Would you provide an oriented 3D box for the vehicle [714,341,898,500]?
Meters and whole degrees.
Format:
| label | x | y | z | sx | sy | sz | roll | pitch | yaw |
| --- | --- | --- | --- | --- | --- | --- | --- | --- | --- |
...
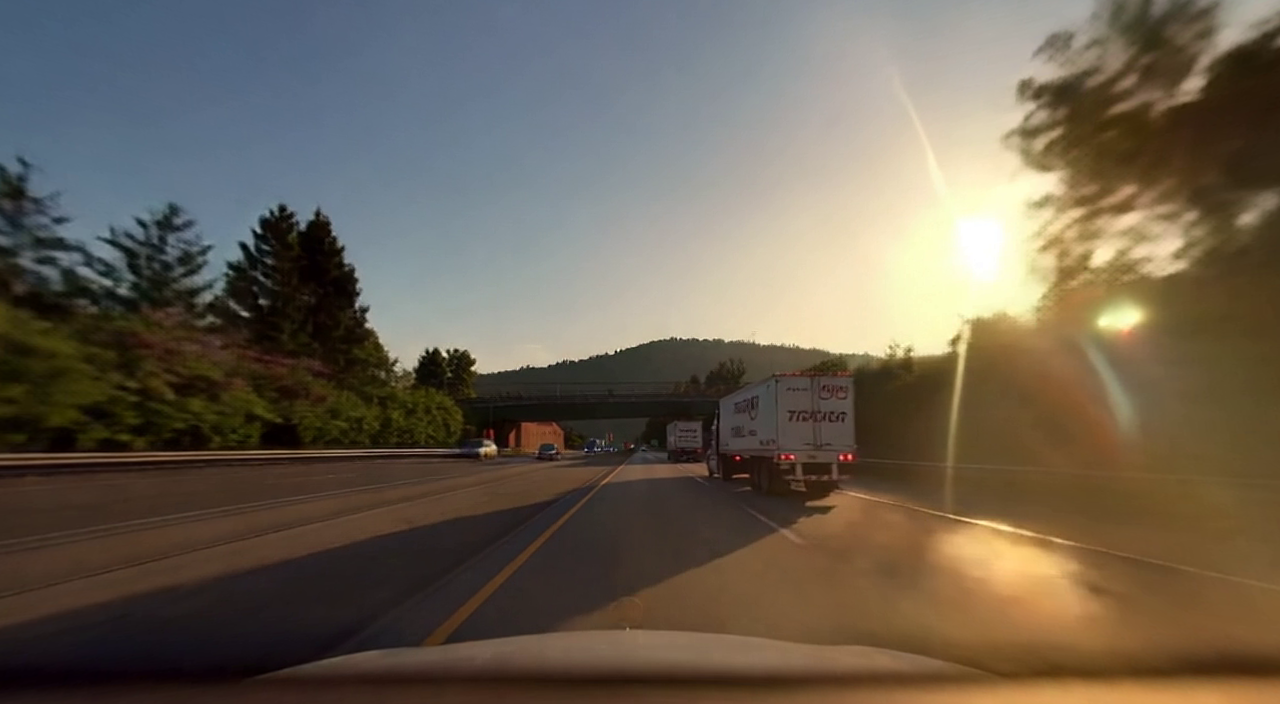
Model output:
| label | x | y | z | sx | sy | sz | roll | pitch | yaw |
| --- | --- | --- | --- | --- | --- | --- | --- | --- | --- |
| vehicle | 5.061 | 2.828 | 23.316 | 2.929 | 4.093 | 14.258 | 0 | -9 | 0 |

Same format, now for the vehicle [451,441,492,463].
| label | x | y | z | sx | sy | sz | roll | pitch | yaw |
| --- | --- | --- | --- | --- | --- | --- | --- | --- | --- |
| vehicle | -11.583 | 6.906 | 43.580 | 1.794 | 1.456 | 3.754 | 0 | -9 | 1 |
